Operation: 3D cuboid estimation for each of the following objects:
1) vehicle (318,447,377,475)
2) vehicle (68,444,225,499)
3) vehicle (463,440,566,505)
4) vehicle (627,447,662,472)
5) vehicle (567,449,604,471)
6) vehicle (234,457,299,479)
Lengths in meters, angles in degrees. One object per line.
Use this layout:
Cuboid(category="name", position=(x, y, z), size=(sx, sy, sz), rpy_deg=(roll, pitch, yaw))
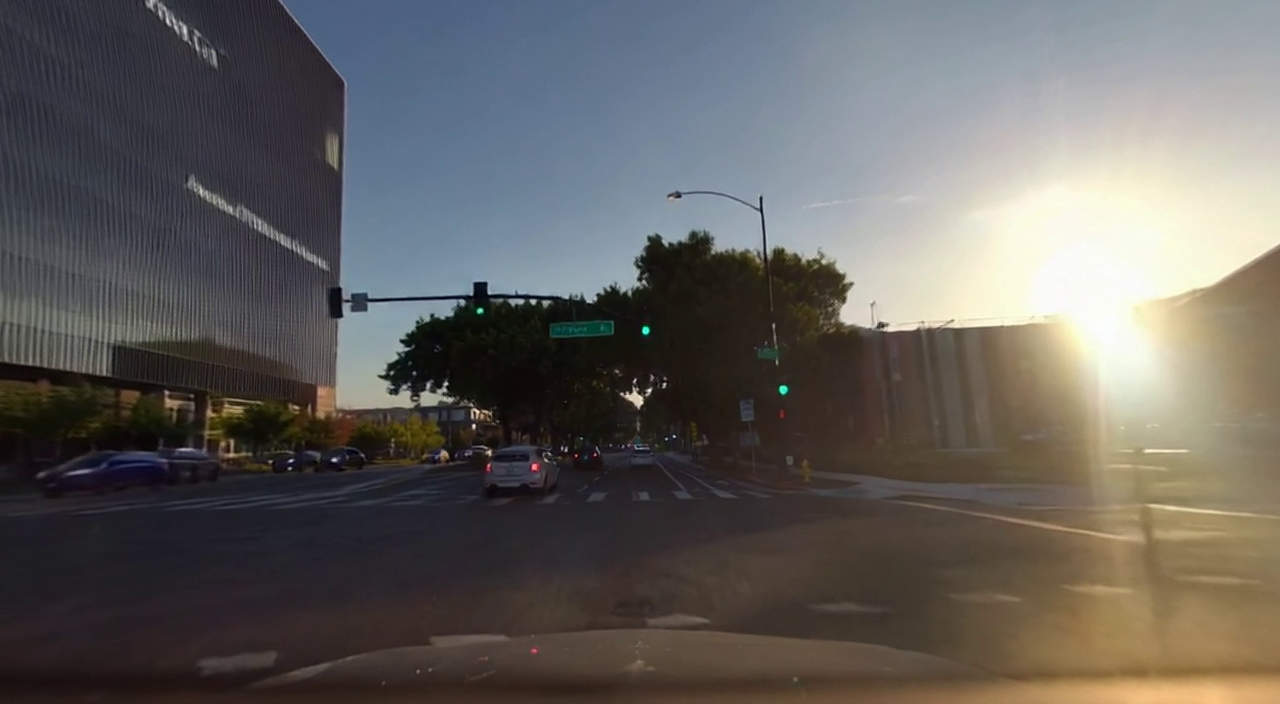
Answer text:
Cuboid(category="vehicle", position=(-20.525, 7.615, 44.490), size=(2.068, 1.848, 4.247), rpy_deg=(0, -9, 0))
Cuboid(category="vehicle", position=(-17.228, 4.151, 22.420), size=(1.926, 1.711, 4.516), rpy_deg=(0, -9, -1))
Cuboid(category="vehicle", position=(-3.246, 3.201, 17.175), size=(1.983, 1.545, 3.773), rpy_deg=(0, -9, 0))
Cuboid(category="vehicle", position=(0.254, 6.925, 40.843), size=(2.102, 1.482, 4.125), rpy_deg=(0, -9, 0))
Cuboid(category="vehicle", position=(-3.679, 7.360, 43.353), size=(2.088, 1.430, 4.482), rpy_deg=(0, -9, 0))
Cuboid(category="vehicle", position=(-26.728, 8.280, 45.408), size=(1.972, 1.436, 4.502), rpy_deg=(0, -9, 0))
